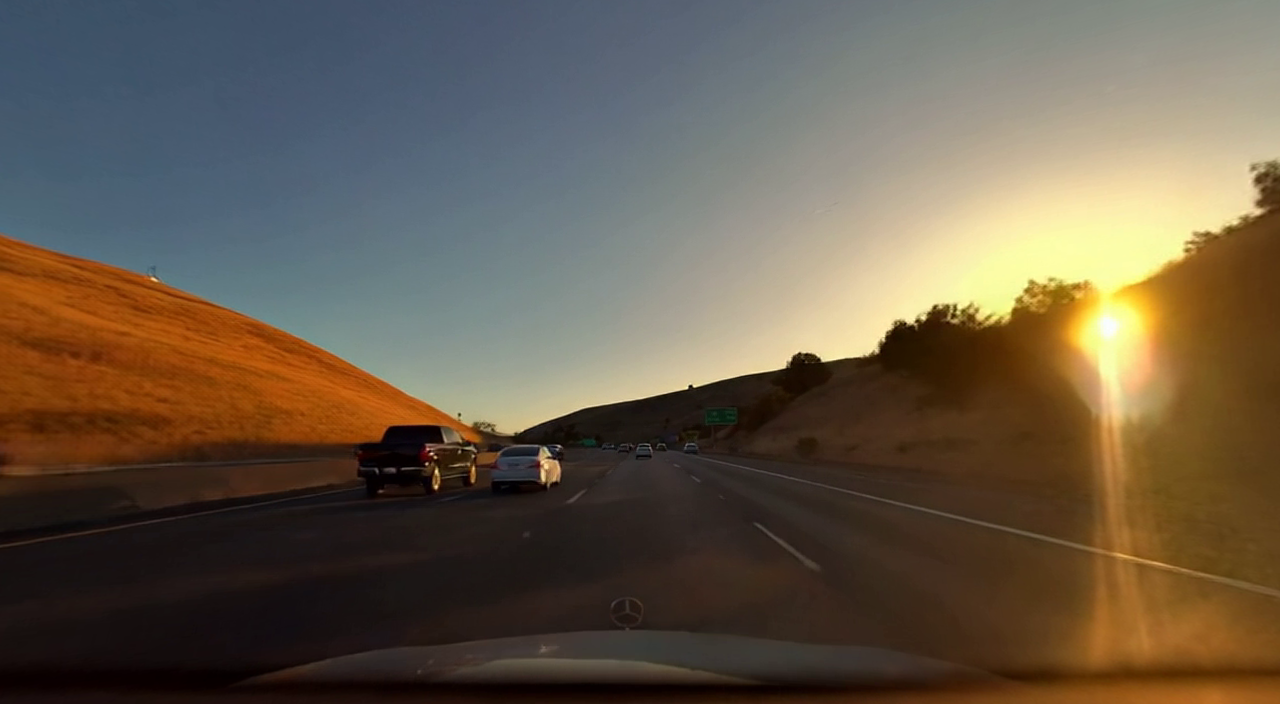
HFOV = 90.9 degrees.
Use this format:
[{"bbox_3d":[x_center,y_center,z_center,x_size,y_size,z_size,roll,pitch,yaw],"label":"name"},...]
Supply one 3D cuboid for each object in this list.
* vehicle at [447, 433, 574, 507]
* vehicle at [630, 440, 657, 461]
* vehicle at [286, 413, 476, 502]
[{"bbox_3d":[-2.984,2.832,15.659,2.091,1.552,4.516,0,-8,2],"label":"vehicle"},{"bbox_3d":[0.276,7.807,49.870,2.031,1.566,3.904,0,-8,0],"label":"vehicle"},{"bbox_3d":[-6.879,2.920,17.918,2.589,2.063,6.206,0,-8,2],"label":"vehicle"}]
